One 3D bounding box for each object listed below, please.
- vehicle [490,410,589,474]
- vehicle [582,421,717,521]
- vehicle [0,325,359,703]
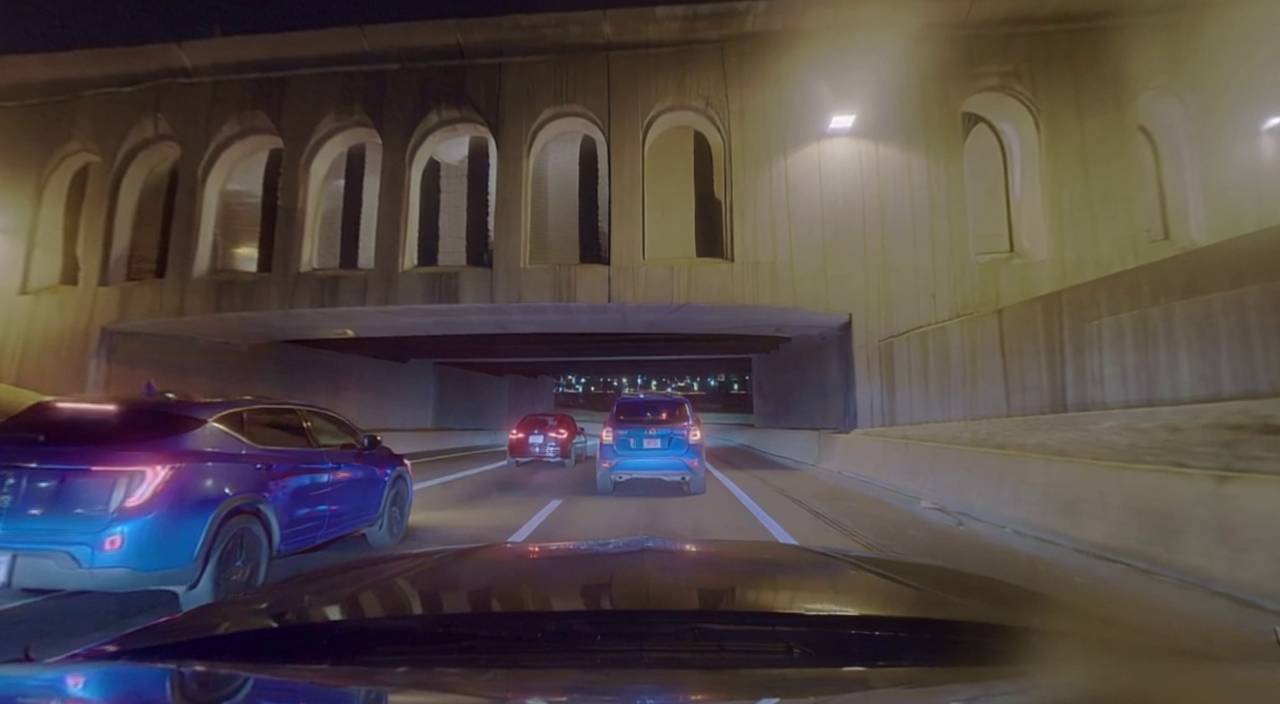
[{"bbox_3d":[-3.348,3.208,22.465,2.329,1.948,5.800,-1,-8,3],"label":"vehicle"},{"bbox_3d":[0.139,2.088,11.548,2.020,1.478,4.092,0,-8,0],"label":"vehicle"},{"bbox_3d":[-3.560,0.896,3.286,2.017,1.761,4.572,0,-8,1],"label":"vehicle"}]
